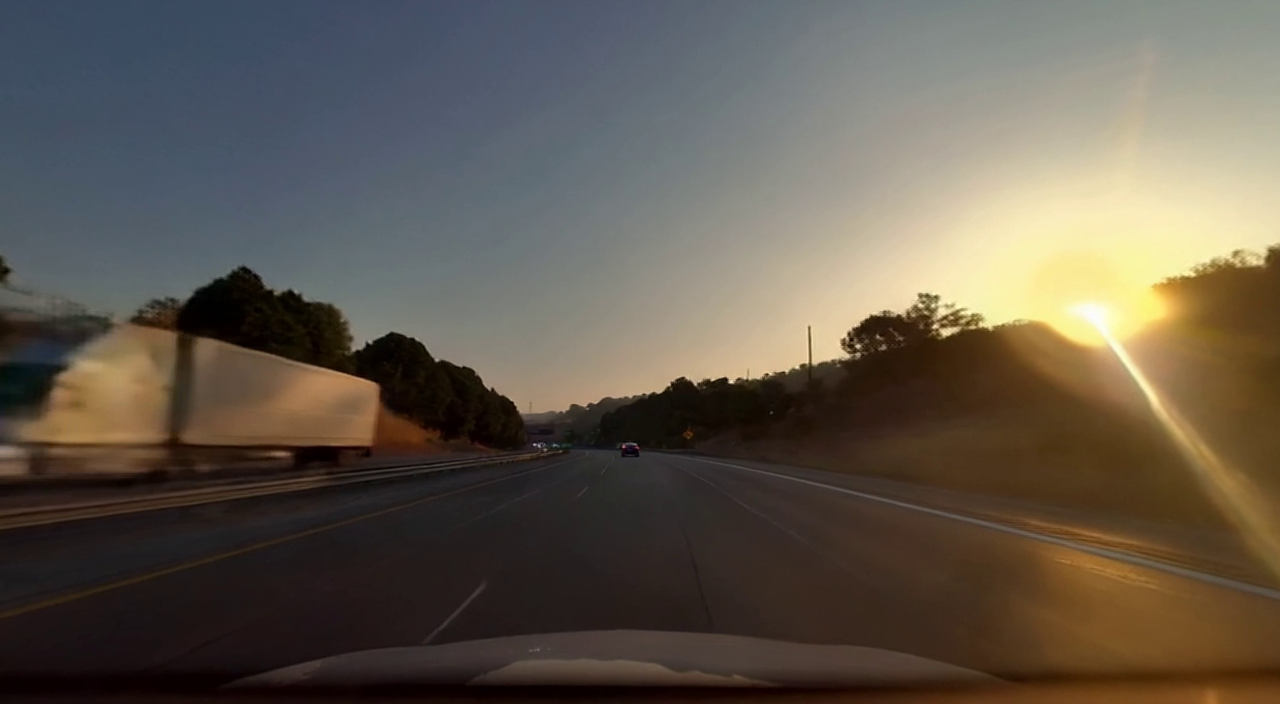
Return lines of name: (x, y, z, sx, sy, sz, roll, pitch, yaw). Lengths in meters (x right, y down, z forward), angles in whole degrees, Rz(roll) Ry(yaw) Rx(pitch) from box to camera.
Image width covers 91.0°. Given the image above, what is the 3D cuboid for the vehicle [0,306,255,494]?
vehicle: (-14.395, 1.495, 17.454, 3.338, 4.291, 6.206, 0, -8, -1)
